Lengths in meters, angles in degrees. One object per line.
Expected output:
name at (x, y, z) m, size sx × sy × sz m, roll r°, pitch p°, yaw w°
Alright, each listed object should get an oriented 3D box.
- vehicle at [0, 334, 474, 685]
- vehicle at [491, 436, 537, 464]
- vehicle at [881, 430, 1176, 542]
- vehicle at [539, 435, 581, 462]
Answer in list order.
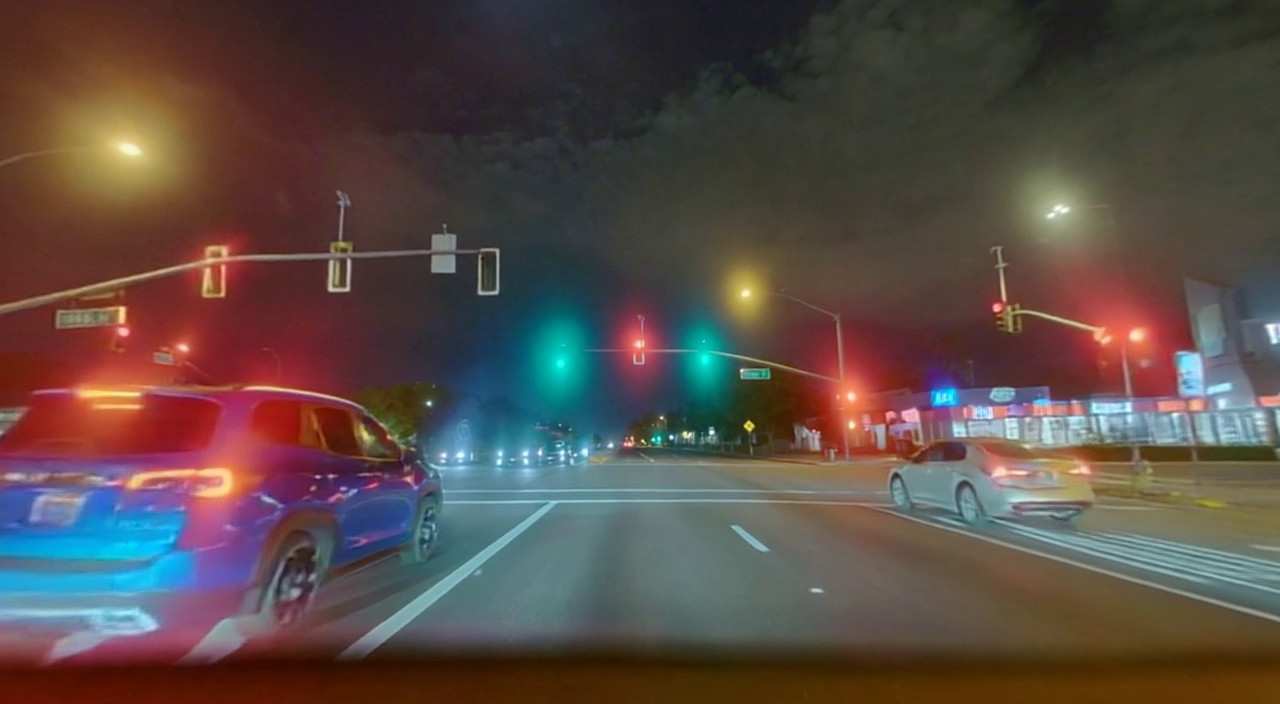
vehicle at (-3.367, 1.201, 5.962) m, size 2.313 × 1.883 × 5.016 m, roll 0°, pitch -9°, yaw -1°
vehicle at (-8.591, 6.757, 43.601) m, size 2.273 × 1.791 × 4.809 m, roll 0°, pitch -8°, yaw -1°
vehicle at (6.124, 2.150, 10.880) m, size 1.972 × 1.476 × 4.775 m, roll 0°, pitch -8°, yaw -1°
vehicle at (-5.603, 6.865, 44.917) m, size 2.384 × 1.787 × 5.038 m, roll 0°, pitch -8°, yaw -1°
